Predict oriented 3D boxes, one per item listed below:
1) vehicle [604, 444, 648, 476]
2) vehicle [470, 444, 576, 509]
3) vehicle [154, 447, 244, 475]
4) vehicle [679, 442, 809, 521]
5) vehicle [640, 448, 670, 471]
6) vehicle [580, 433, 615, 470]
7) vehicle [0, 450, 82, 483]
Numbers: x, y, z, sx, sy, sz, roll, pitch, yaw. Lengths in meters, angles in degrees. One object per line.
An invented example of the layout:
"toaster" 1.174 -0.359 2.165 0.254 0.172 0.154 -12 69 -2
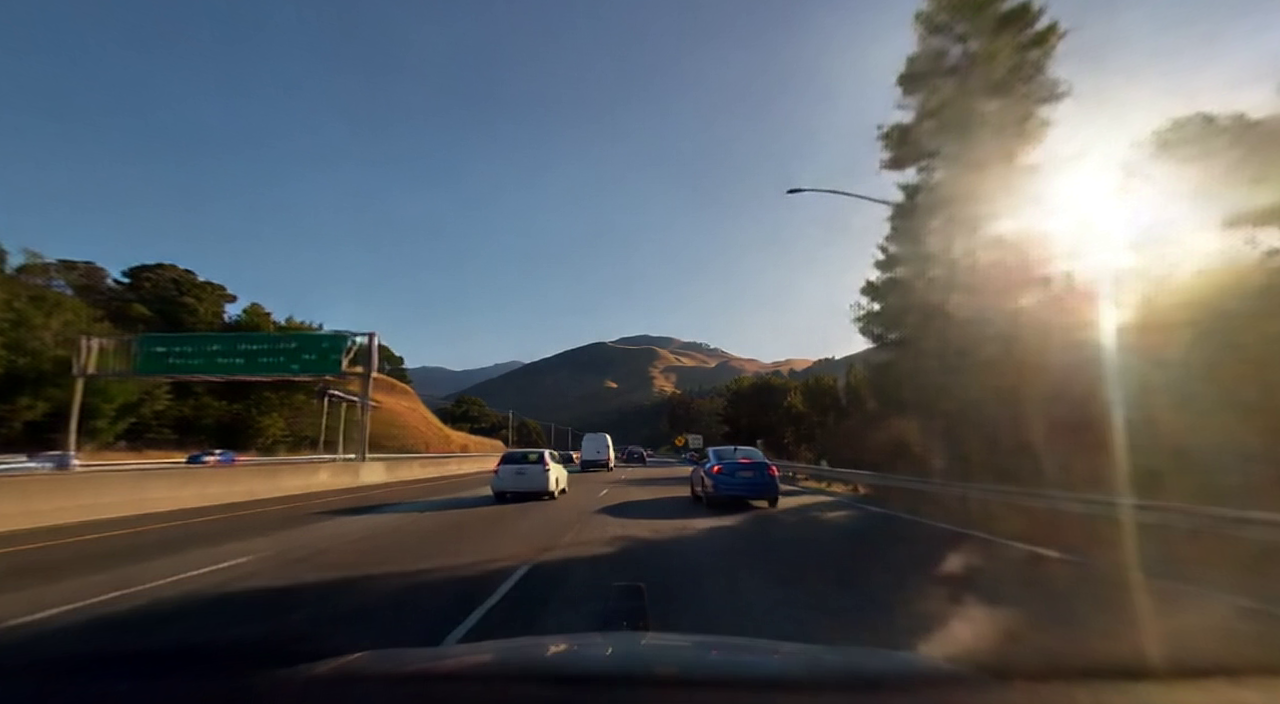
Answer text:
"vehicle" -0.856 6.121 36.002 2.270 1.660 4.101 0 -9 -4
"vehicle" -2.952 3.242 16.935 1.990 1.501 4.250 0 -8 1
"vehicle" -33.880 8.366 48.779 2.295 2.002 6.355 0 -9 0
"vehicle" 2.131 2.808 14.321 2.050 1.491 4.362 0 -8 -2
"vehicle" 1.065 7.745 45.594 2.054 1.504 3.890 0 -8 0
"vehicle" -3.271 7.820 49.536 2.396 2.664 5.735 0 -9 0
"vehicle" -34.379 6.321 34.935 1.974 1.677 5.416 0 -9 1
